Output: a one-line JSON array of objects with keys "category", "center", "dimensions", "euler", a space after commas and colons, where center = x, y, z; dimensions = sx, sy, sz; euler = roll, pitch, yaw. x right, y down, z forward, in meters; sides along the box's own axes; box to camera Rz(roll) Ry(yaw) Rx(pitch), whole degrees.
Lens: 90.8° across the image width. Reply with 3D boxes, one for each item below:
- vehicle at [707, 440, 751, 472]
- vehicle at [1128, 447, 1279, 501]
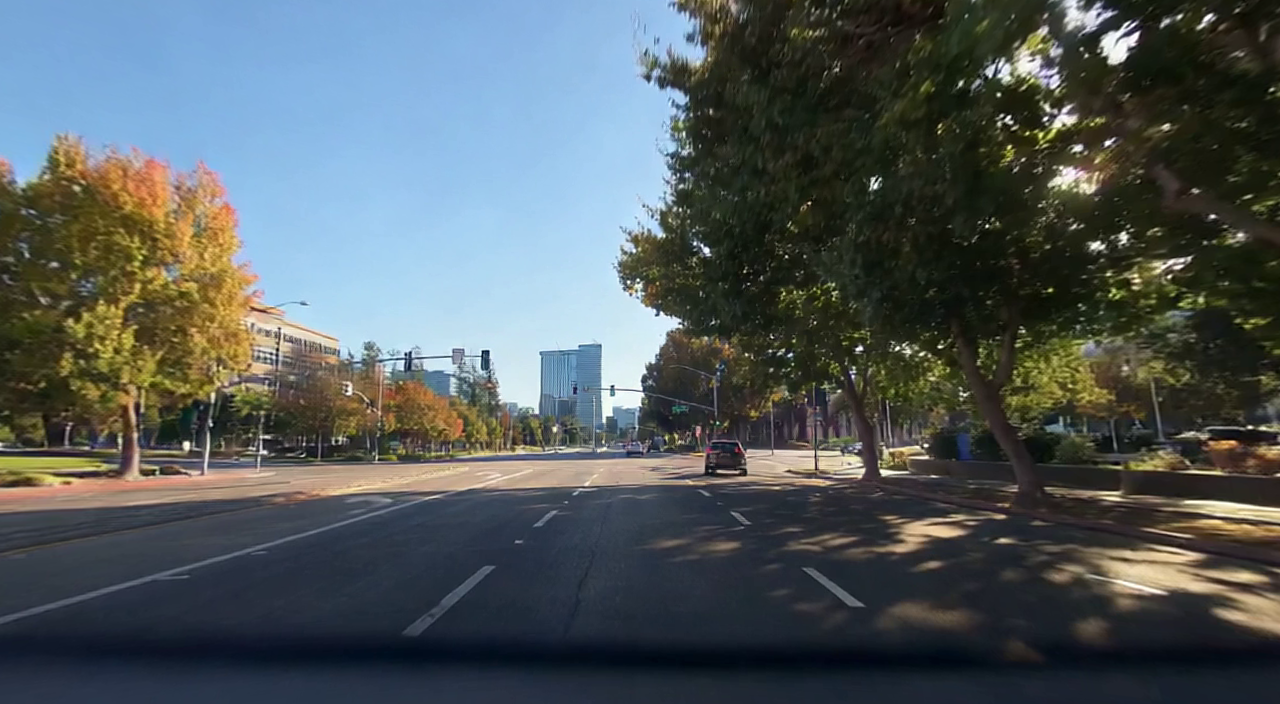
[{"category": "vehicle", "center": [5.127, 5.952, 36.519], "dimensions": [2.289, 1.503, 4.595], "euler": [3, -7, 8]}, {"category": "vehicle", "center": [16.332, 3.411, 17.940], "dimensions": [3.631, 1.372, 1.825], "euler": [-8, -12, 43]}]
